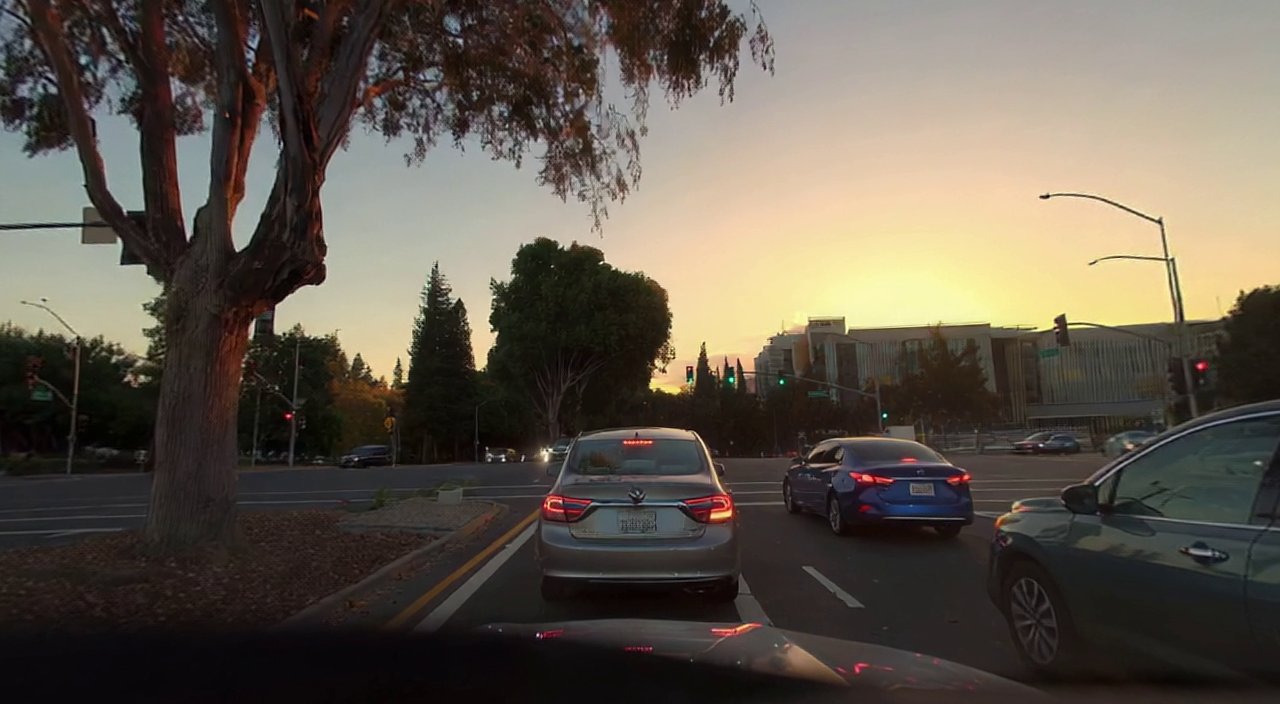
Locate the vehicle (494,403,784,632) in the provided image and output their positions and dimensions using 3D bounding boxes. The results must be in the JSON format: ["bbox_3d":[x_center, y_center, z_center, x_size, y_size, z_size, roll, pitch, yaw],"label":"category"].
[{"bbox_3d":[-0.024,1.478,6.503,2.074,1.631,3.793,0,-9,0],"label":"vehicle"}]

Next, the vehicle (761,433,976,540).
[{"bbox_3d":[3.686,2.259,11.301,2.054,1.482,4.654,0,-9,-1],"label":"vehicle"}]

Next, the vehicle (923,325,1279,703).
[{"bbox_3d":[3.717,0.934,3.426,2.162,1.829,4.519,0,-9,-1],"label":"vehicle"}]
